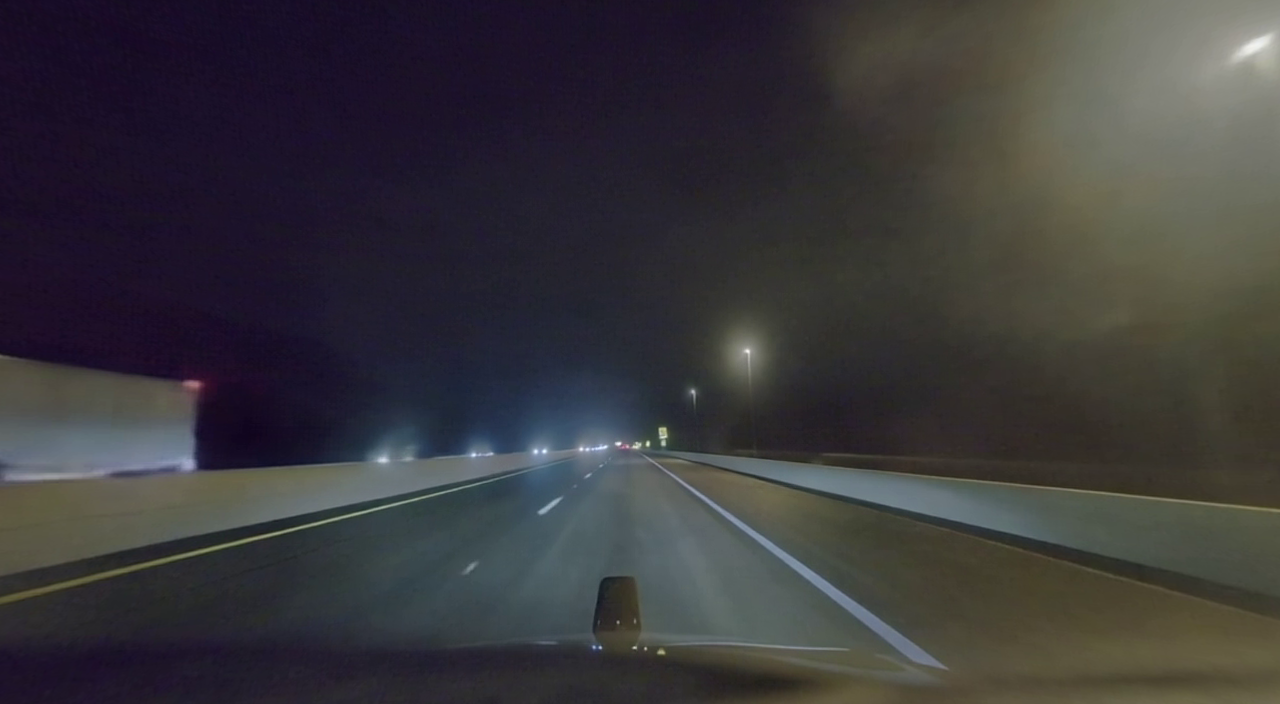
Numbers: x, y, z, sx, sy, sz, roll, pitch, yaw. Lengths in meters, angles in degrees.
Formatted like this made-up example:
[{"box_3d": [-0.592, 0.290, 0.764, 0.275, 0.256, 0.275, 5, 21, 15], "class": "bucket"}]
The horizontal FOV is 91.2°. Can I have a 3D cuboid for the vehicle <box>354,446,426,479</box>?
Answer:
[{"box_3d": [-13.442, 5.940, 34.010, 2.103, 1.607, 4.448, 0, -9, -1], "class": "vehicle"}]

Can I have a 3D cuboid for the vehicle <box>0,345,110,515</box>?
[{"box_3d": [-17.171, 1.333, 11.515, 3.040, 4.147, 13.999, 0, -9, -2], "class": "vehicle"}]
